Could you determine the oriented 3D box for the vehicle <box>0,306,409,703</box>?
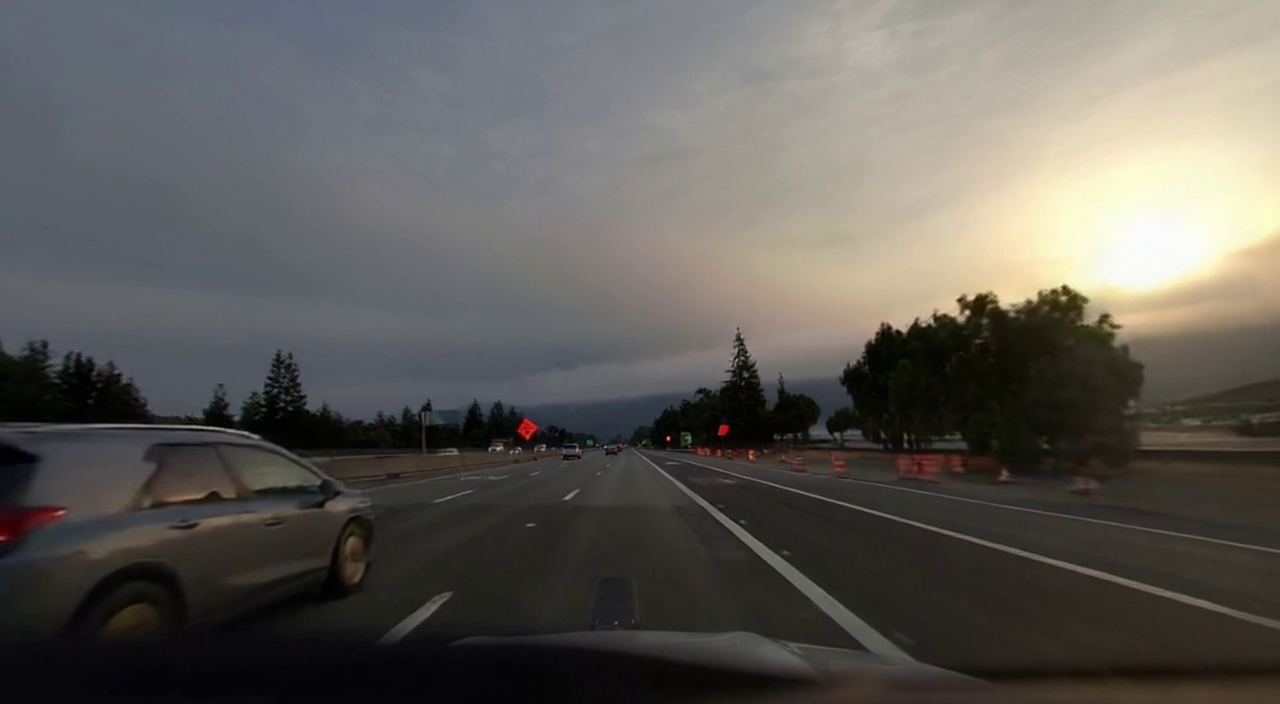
[{"bbox_3d":[-3.056,0.915,3.212,2.103,1.715,4.371,0,-9,0],"label":"vehicle"}]
